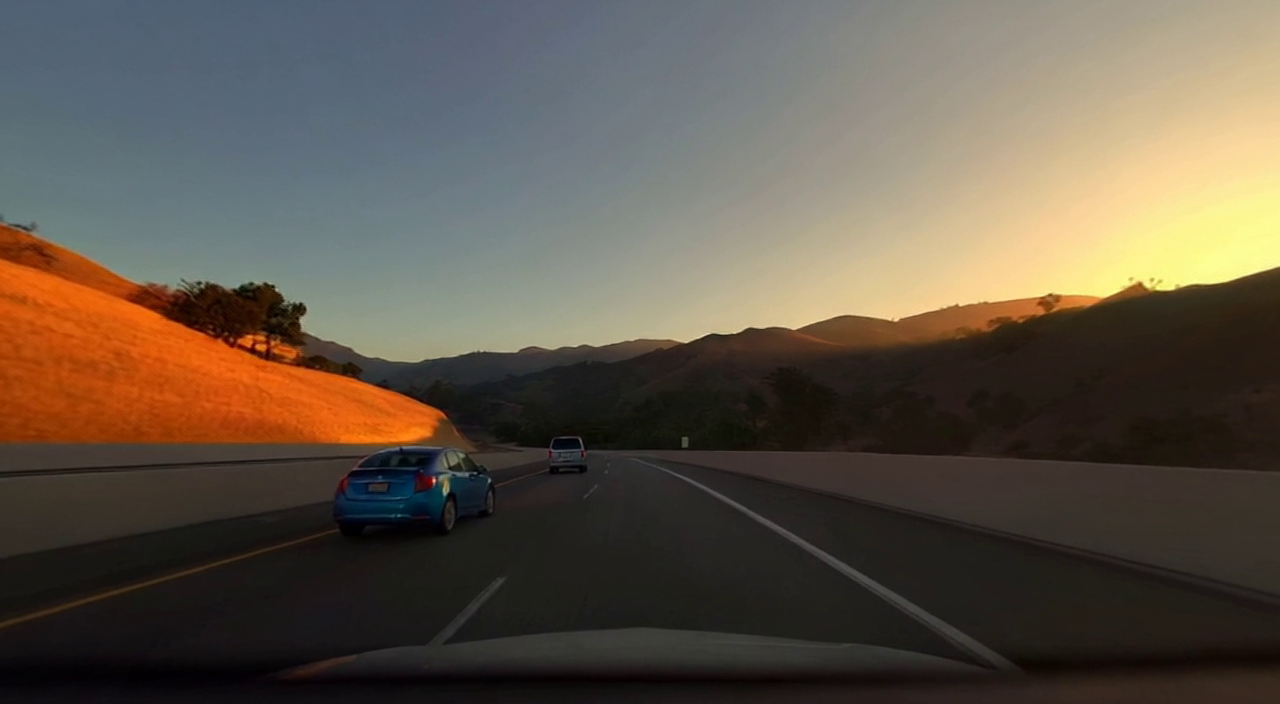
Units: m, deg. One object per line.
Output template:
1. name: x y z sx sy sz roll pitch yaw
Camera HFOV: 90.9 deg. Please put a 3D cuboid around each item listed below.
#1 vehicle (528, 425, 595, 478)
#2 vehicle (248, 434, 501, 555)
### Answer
1. vehicle: -3.471 4.604 29.283 2.444 2.204 5.568 0 -9 -1
2. vehicle: -3.887 2.154 10.354 2.097 1.511 4.585 0 -8 1
